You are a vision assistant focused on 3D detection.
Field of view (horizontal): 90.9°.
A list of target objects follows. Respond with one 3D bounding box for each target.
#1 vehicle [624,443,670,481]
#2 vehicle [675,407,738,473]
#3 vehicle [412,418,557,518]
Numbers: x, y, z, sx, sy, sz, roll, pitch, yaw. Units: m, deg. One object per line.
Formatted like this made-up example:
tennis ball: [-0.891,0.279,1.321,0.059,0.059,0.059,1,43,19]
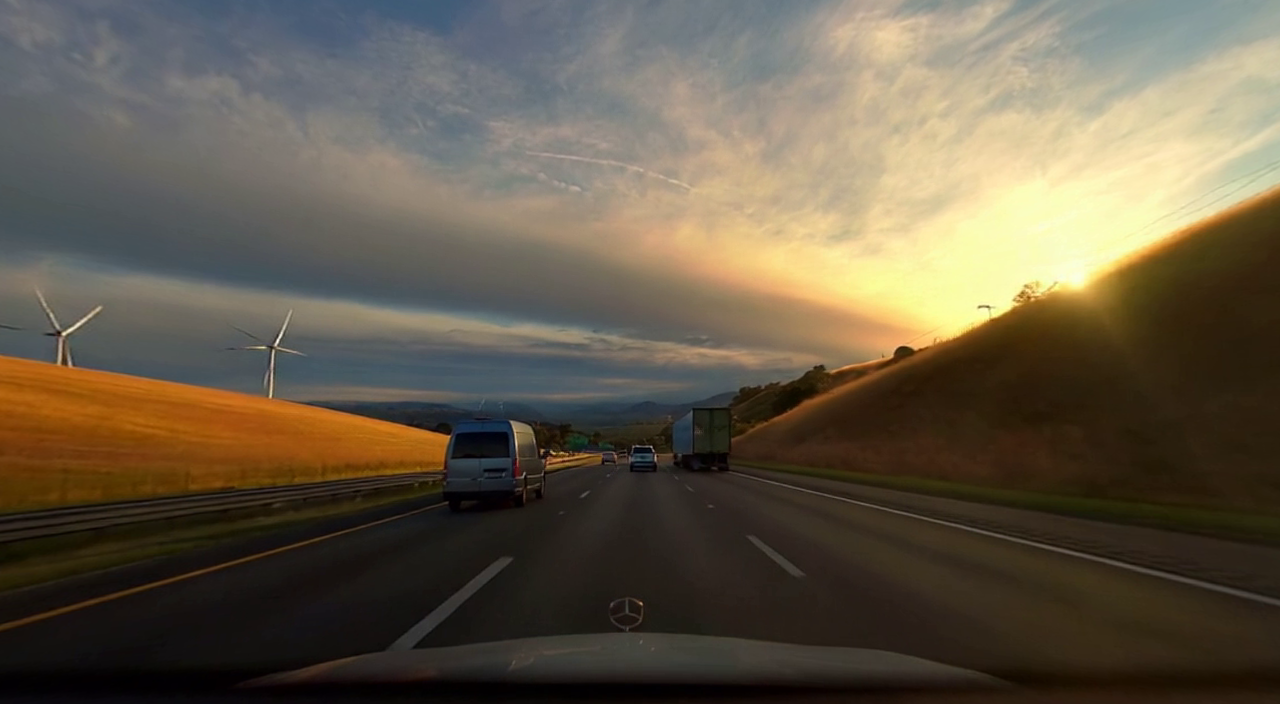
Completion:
vehicle: [0.302,5.332,30.770,2.083,1.689,4.083,0,-9,0]
vehicle: [4.474,6.494,45.813,2.907,4.047,14.418,0,-9,0]
vehicle: [-3.428,2.692,15.010,2.238,1.984,4.650,0,-9,0]
